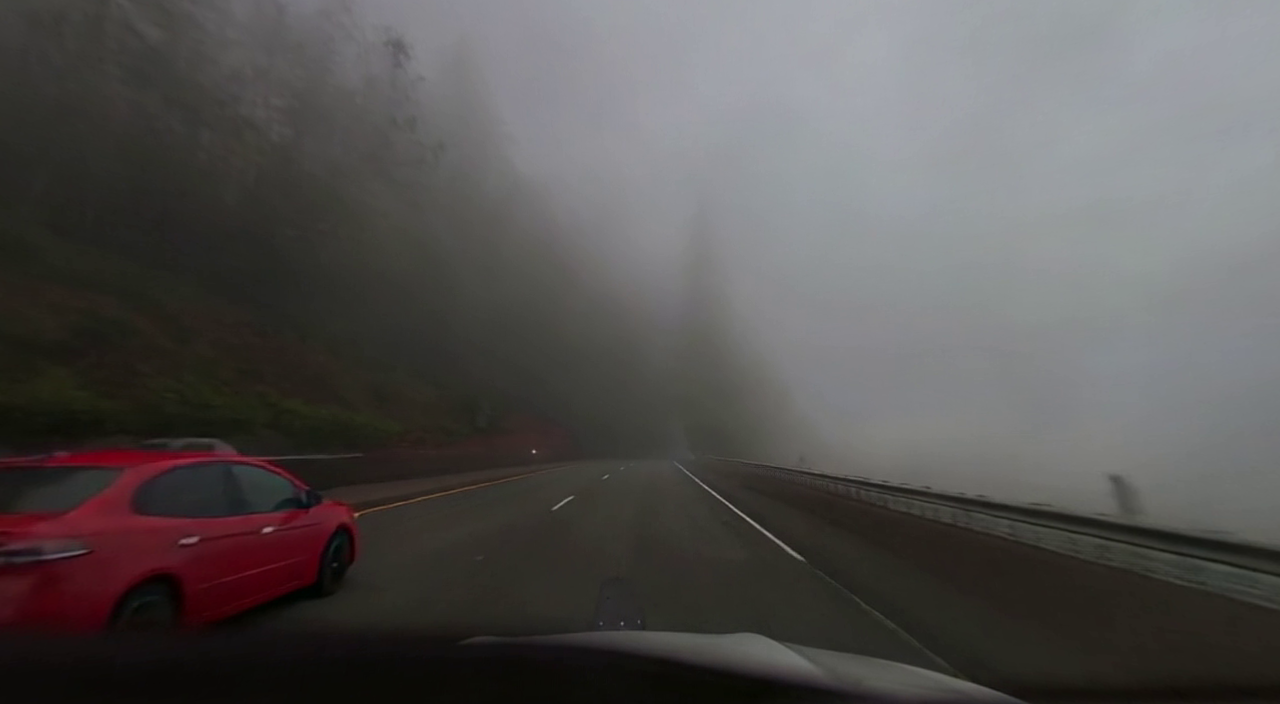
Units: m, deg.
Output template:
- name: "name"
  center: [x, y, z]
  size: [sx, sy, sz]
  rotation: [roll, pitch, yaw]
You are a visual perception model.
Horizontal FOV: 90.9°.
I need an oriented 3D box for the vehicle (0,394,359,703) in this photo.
- name: "vehicle"
  center: [-3.427, 1.047, 3.299]
  size: [1.934, 1.486, 4.115]
  rotation: [0, -9, 1]
